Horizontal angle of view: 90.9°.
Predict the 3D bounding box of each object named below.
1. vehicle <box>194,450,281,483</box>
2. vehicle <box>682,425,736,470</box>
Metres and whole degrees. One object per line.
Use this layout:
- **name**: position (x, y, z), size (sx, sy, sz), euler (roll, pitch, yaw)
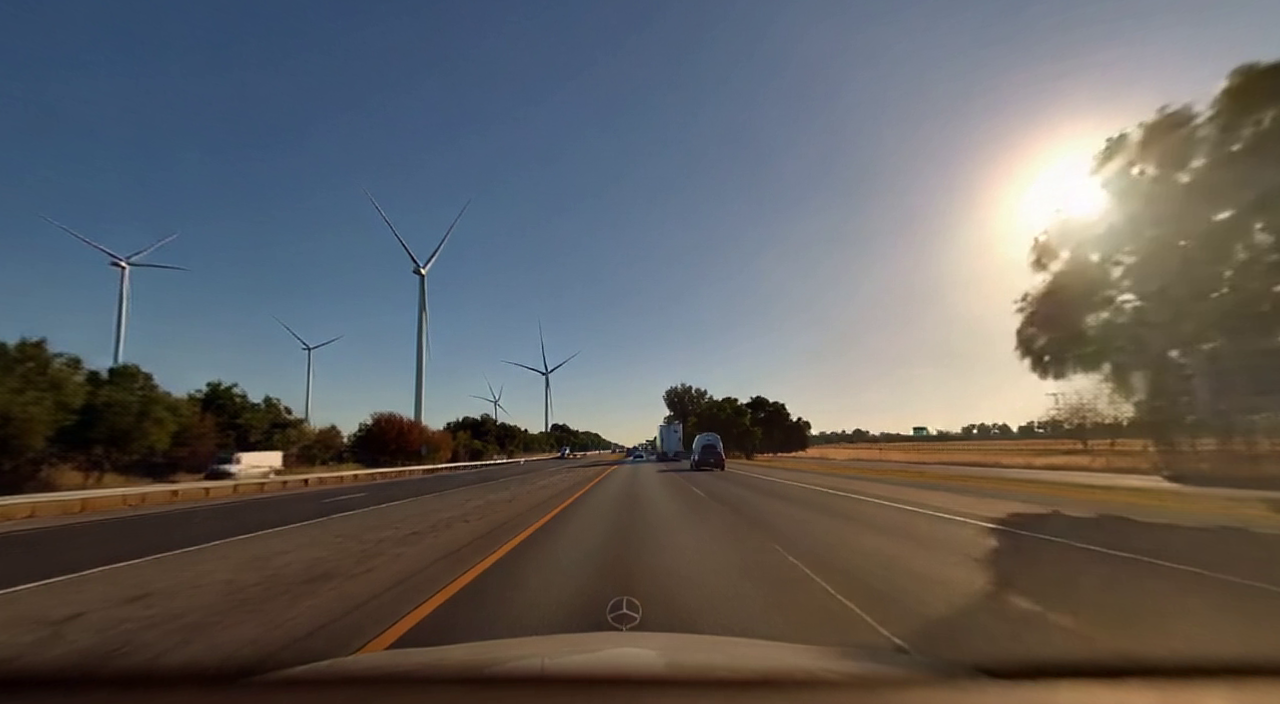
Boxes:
- **vehicle**: position (-25.761, 7.313, 40.618), size (2.071, 1.956, 5.251), euler (0, -9, 1)
- **vehicle**: position (4.267, 6.058, 39.872), size (2.609, 2.648, 5.397), euler (0, -9, -2)
